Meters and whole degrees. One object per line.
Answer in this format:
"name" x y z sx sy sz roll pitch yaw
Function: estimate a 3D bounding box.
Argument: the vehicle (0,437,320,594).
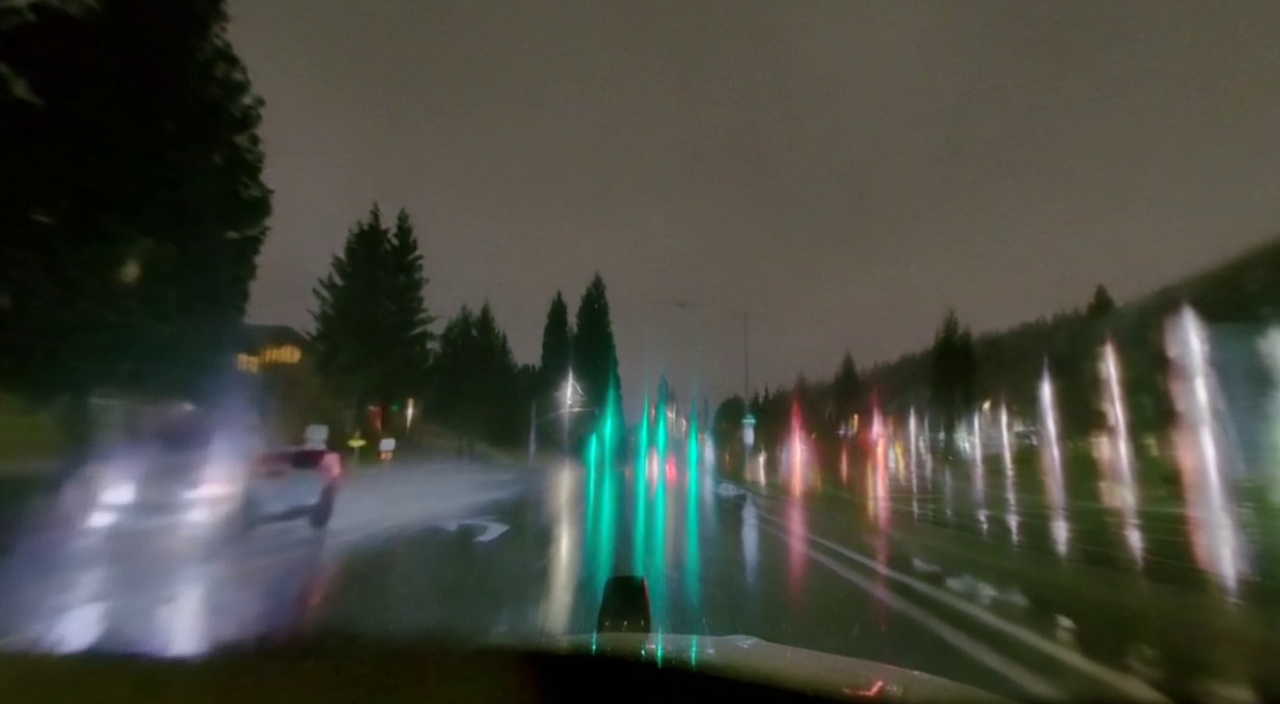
"vehicle" -6.461 1.999 8.578 2.095 1.603 3.980 0 -9 0
